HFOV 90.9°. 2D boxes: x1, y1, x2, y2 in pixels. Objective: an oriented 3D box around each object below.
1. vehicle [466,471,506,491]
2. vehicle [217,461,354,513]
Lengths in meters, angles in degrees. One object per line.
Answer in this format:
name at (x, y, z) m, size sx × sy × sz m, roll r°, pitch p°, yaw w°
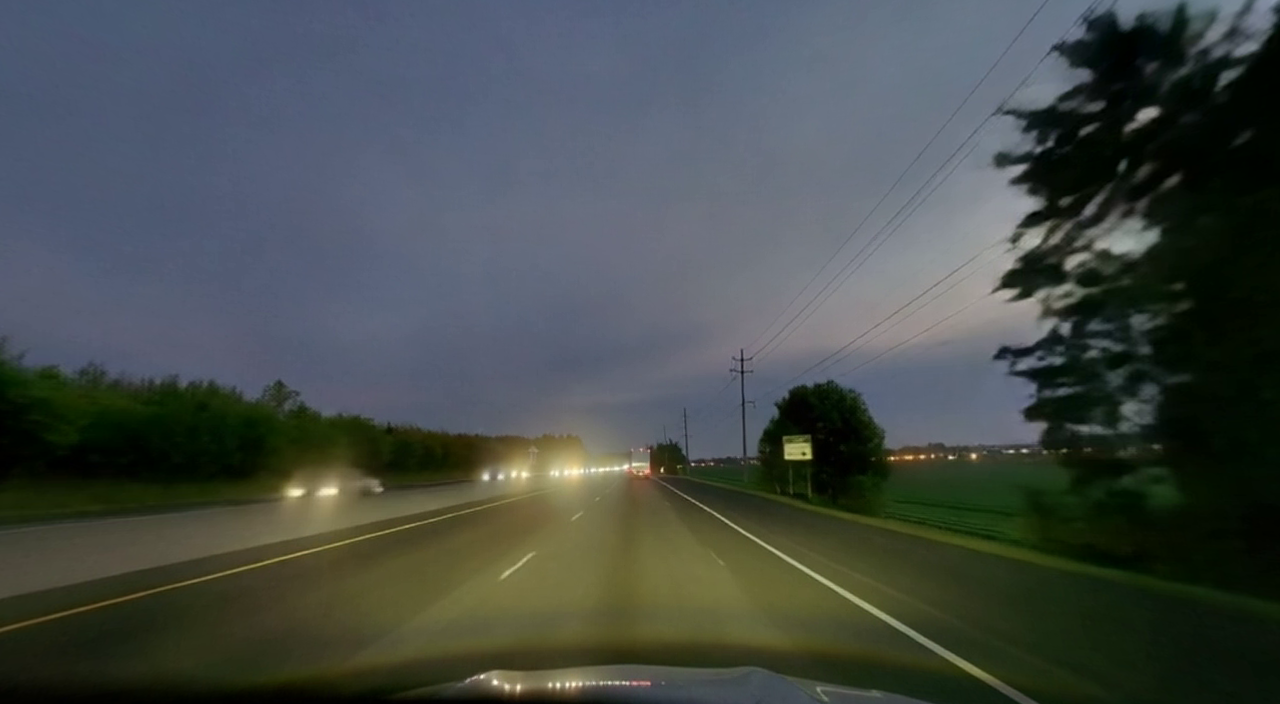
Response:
vehicle at (-12.079, 10.122, 49.596) m, size 1.988 × 1.451 × 4.442 m, roll 1°, pitch -10°, yaw 0°
vehicle at (-11.852, 4.541, 21.534) m, size 1.887 × 1.528 × 4.789 m, roll 1°, pitch -11°, yaw 0°
